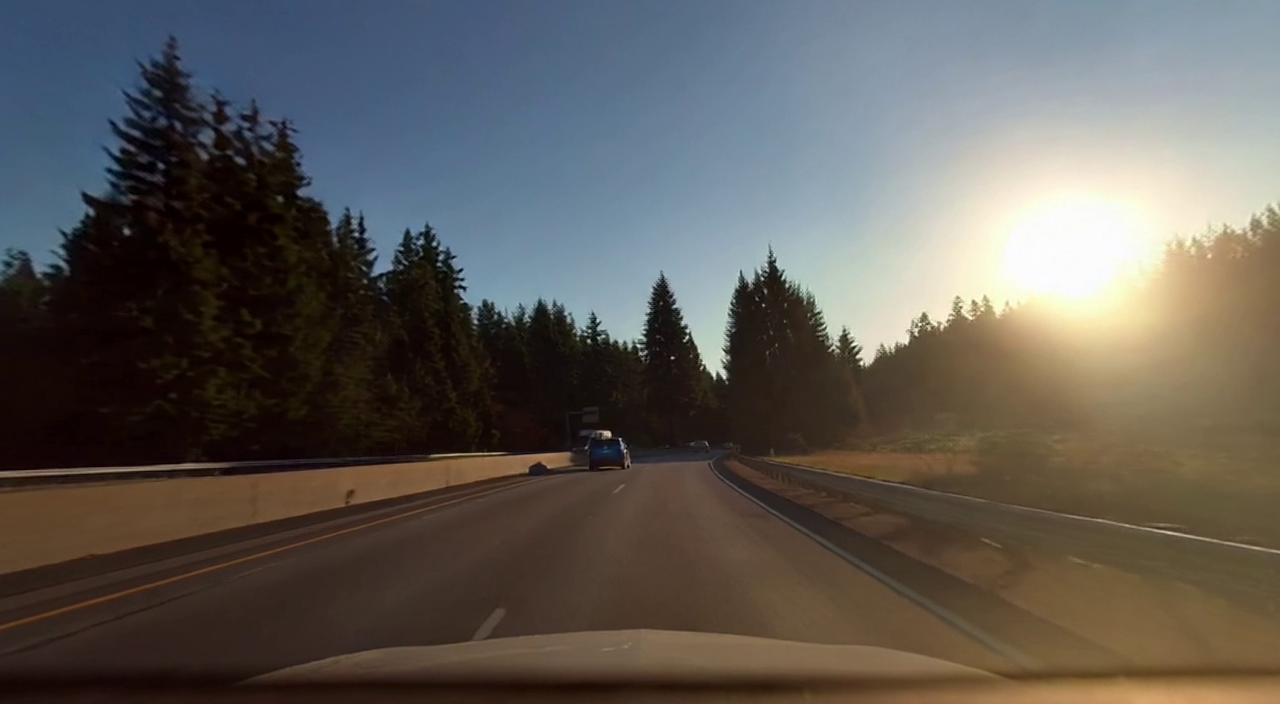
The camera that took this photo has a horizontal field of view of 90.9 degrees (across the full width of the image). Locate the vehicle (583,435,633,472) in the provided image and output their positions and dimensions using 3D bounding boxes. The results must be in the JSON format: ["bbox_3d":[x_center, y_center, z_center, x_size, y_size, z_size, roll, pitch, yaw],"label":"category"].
[{"bbox_3d":[-1.575,5.279,33.040,2.005,1.752,4.479,-1,-8,5],"label":"vehicle"}]
